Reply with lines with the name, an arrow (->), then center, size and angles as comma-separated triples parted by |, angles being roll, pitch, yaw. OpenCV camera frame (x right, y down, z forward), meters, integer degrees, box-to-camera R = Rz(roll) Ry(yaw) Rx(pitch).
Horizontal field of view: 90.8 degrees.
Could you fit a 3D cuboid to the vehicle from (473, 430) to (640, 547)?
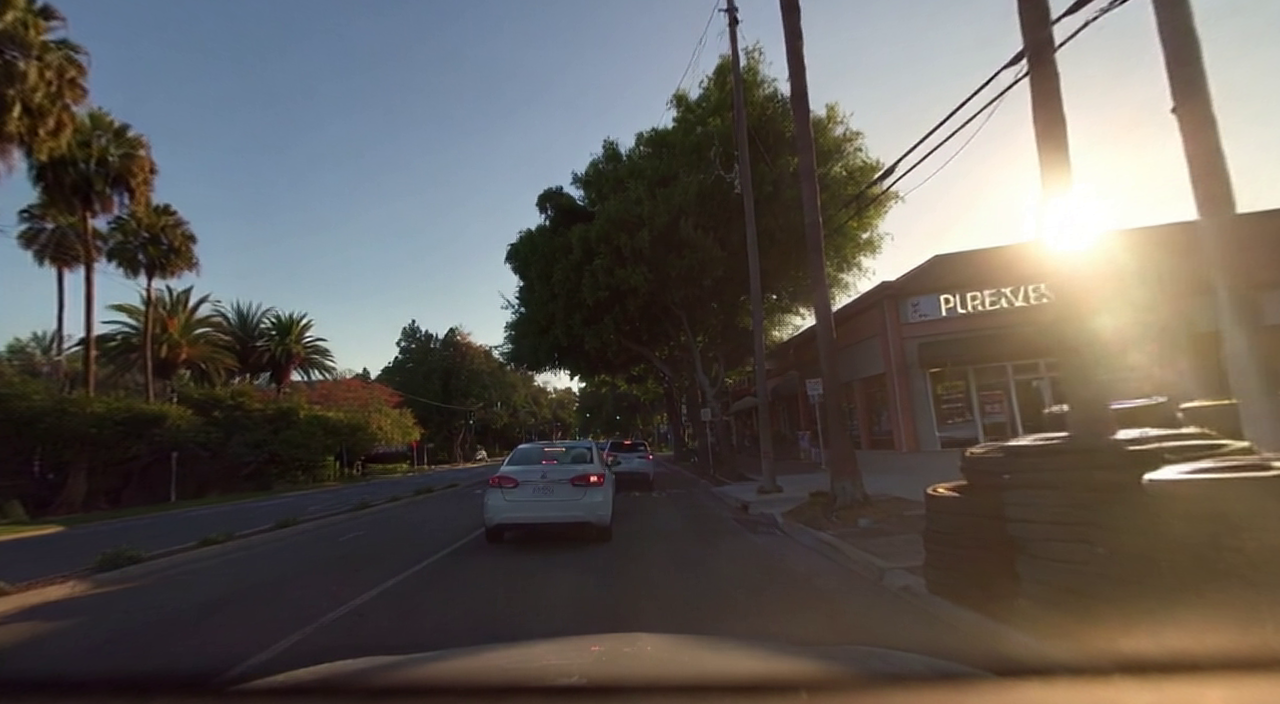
vehicle -> -1.107, 2.073, 10.290 | 2.169, 1.495, 4.048 | 0, -8, -1
